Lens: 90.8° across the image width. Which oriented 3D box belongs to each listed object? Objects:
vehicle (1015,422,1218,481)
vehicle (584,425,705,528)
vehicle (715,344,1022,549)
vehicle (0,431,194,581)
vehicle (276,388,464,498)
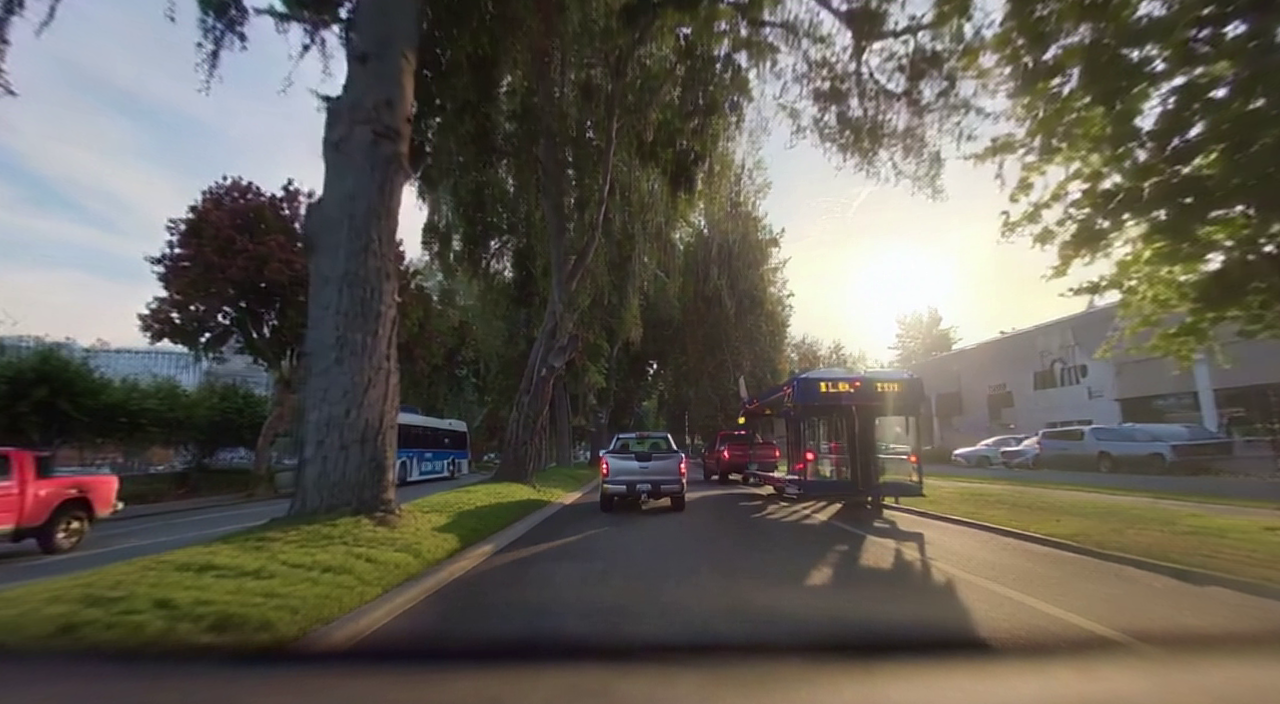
[{"bbox_3d":[14.456,3.053,19.401,4.452,1.554,2.158,-2,-9,-1],"label":"vehicle"},{"bbox_3d":[0.050,2.648,14.178,2.157,1.816,5.804,0,-8,-1],"label":"vehicle"},{"bbox_3d":[4.020,2.156,14.727,3.088,3.057,10.503,0,-8,-1],"label":"vehicle"},{"bbox_3d":[-8.476,1.909,8.125,2.028,1.728,4.630,0,-8,1],"label":"vehicle"},{"bbox_3d":[-11.672,4.260,29.580,2.996,4.022,12.692,0,-8,1],"label":"vehicle"}]
